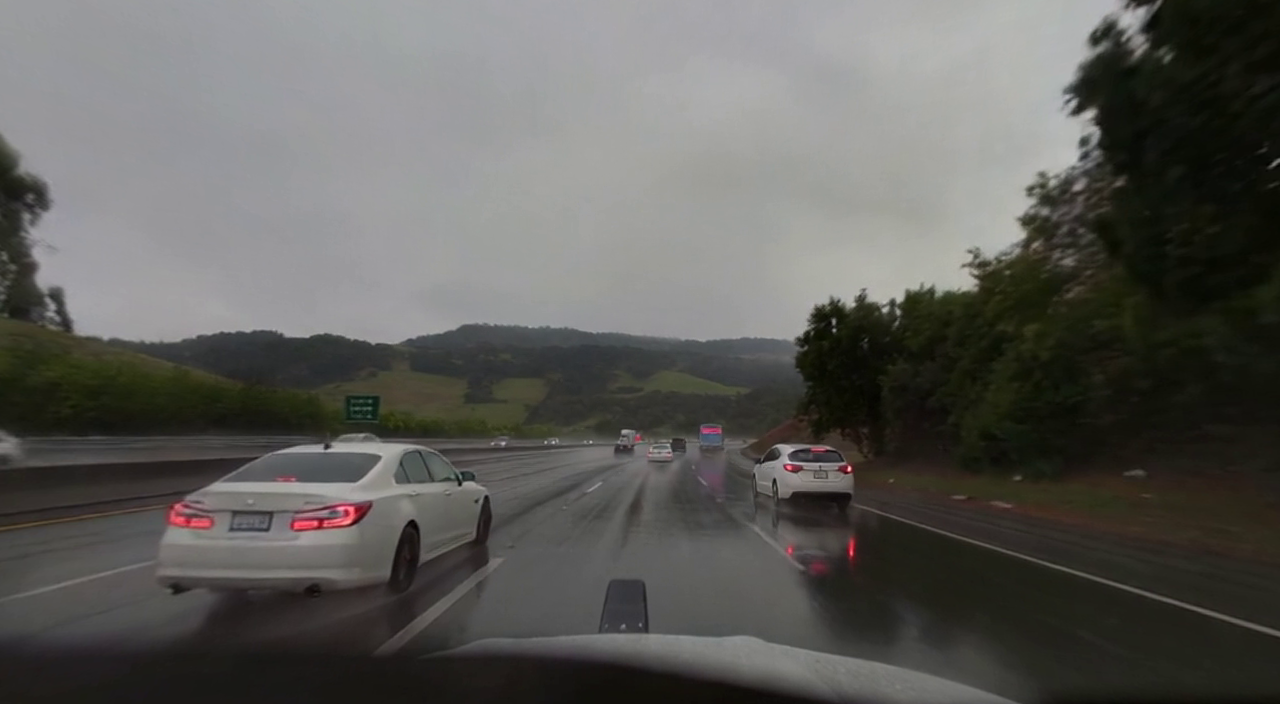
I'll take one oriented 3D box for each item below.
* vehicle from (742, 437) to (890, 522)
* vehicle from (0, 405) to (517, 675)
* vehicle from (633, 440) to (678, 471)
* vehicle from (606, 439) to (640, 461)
[{"bbox_3d":[3.551,2.636,13.664,2.013,1.464,4.317,1,-8,1],"label":"vehicle"},{"bbox_3d":[-2.741,1.408,6.033,2.031,1.491,4.792,0,-8,2],"label":"vehicle"},{"bbox_3d":[0.873,5.324,32.684,2.202,1.467,3.929,0,-8,3],"label":"vehicle"},{"bbox_3d":[-1.166,7.123,45.985,2.010,1.482,4.230,0,-8,5],"label":"vehicle"}]
